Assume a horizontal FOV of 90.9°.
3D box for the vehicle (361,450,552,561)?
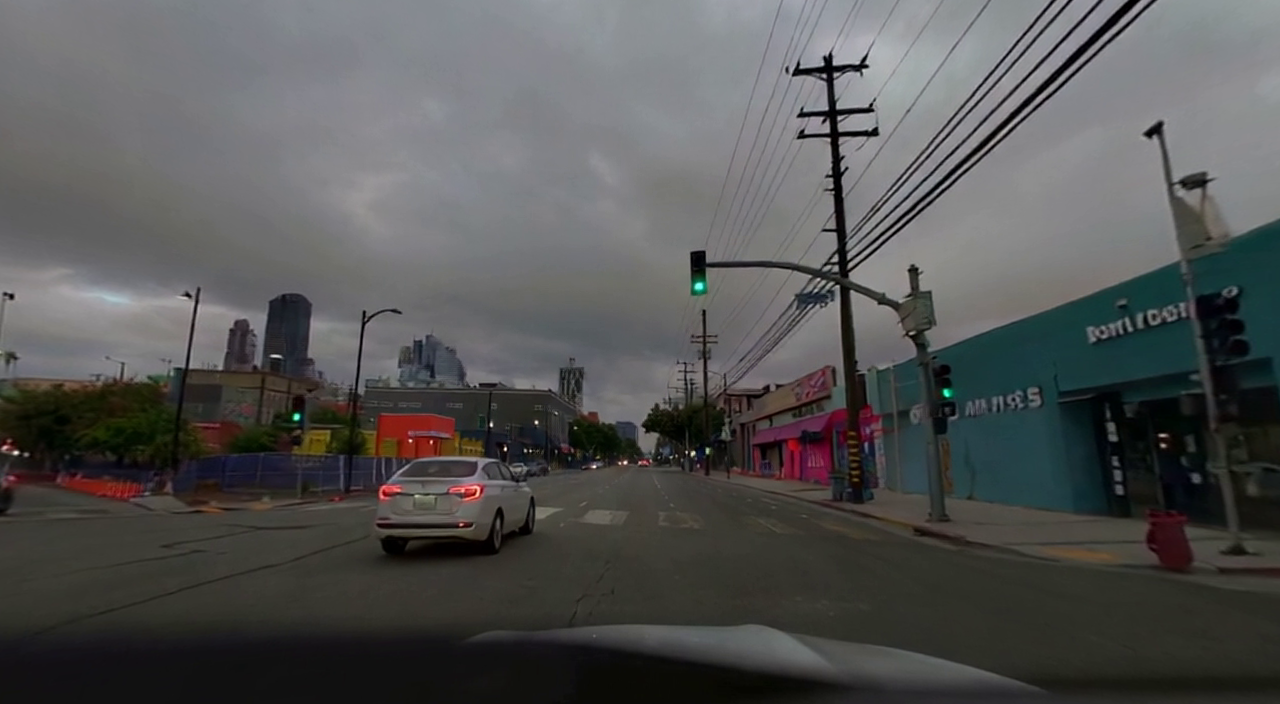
[{"bbox_3d":[-2.995,2.647,11.496,2.036,1.589,4.549,0,-10,1],"label":"vehicle"}]
